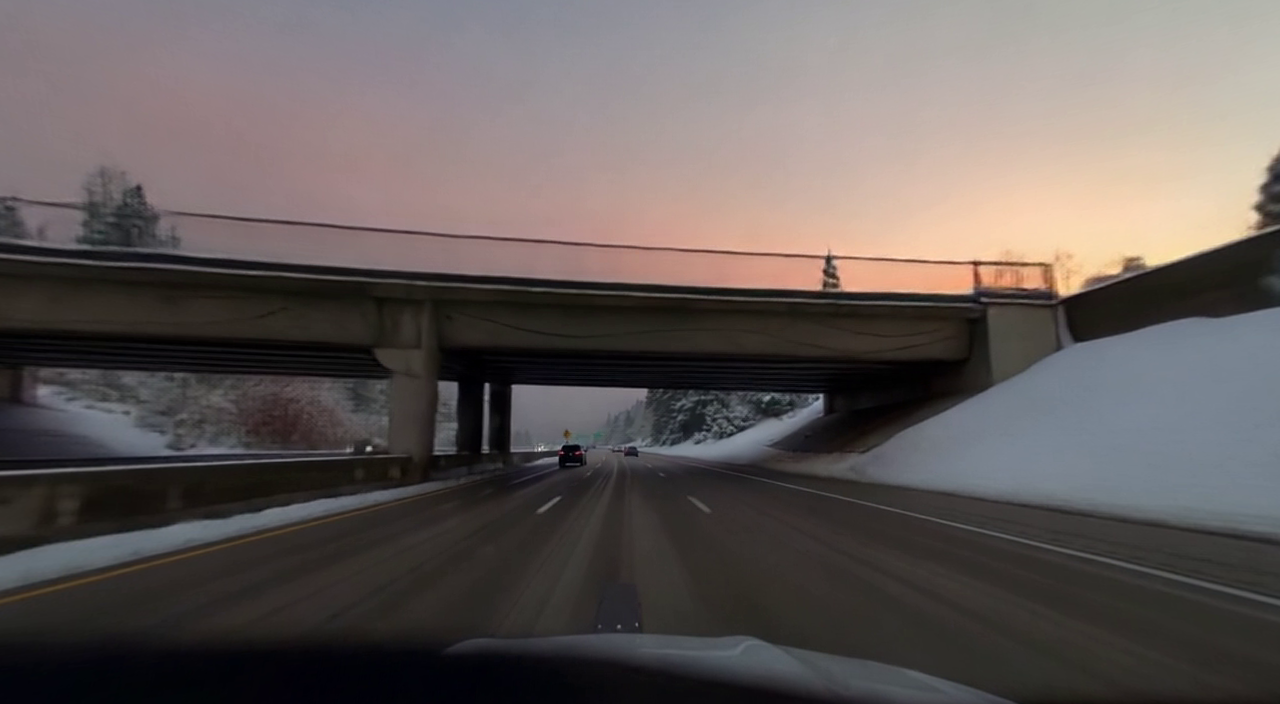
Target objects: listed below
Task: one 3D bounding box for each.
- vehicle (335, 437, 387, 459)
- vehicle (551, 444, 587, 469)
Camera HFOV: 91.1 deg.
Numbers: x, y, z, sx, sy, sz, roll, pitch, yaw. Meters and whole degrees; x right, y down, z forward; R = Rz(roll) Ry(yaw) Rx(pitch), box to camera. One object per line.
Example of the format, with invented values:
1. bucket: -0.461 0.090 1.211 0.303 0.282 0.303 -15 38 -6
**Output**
1. vehicle: -20.952 7.229 47.398 1.973 1.585 4.484 0 -9 -2
2. vehicle: -4.341 6.478 39.040 1.871 1.459 3.771 0 -9 -1
